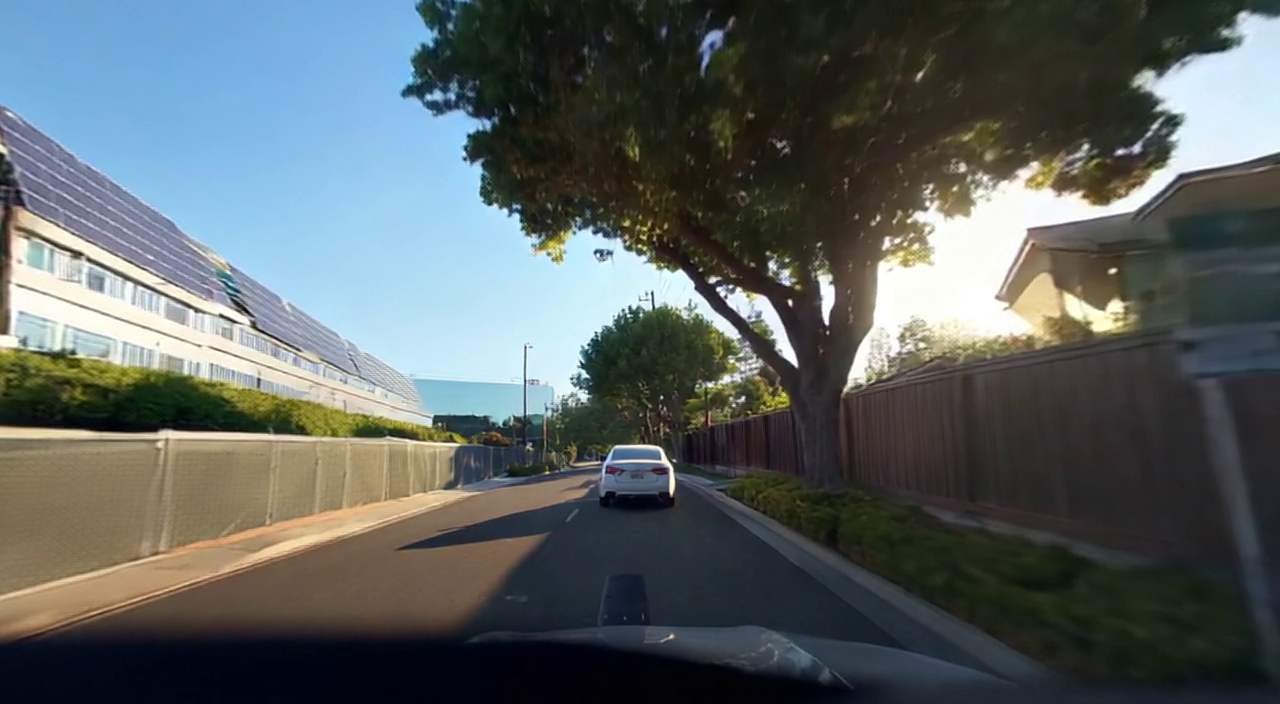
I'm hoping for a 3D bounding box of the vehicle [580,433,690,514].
[{"bbox_3d":[-0.142,2.562,13.884,2.060,1.487,3.920,0,-8,-1],"label":"vehicle"}]
